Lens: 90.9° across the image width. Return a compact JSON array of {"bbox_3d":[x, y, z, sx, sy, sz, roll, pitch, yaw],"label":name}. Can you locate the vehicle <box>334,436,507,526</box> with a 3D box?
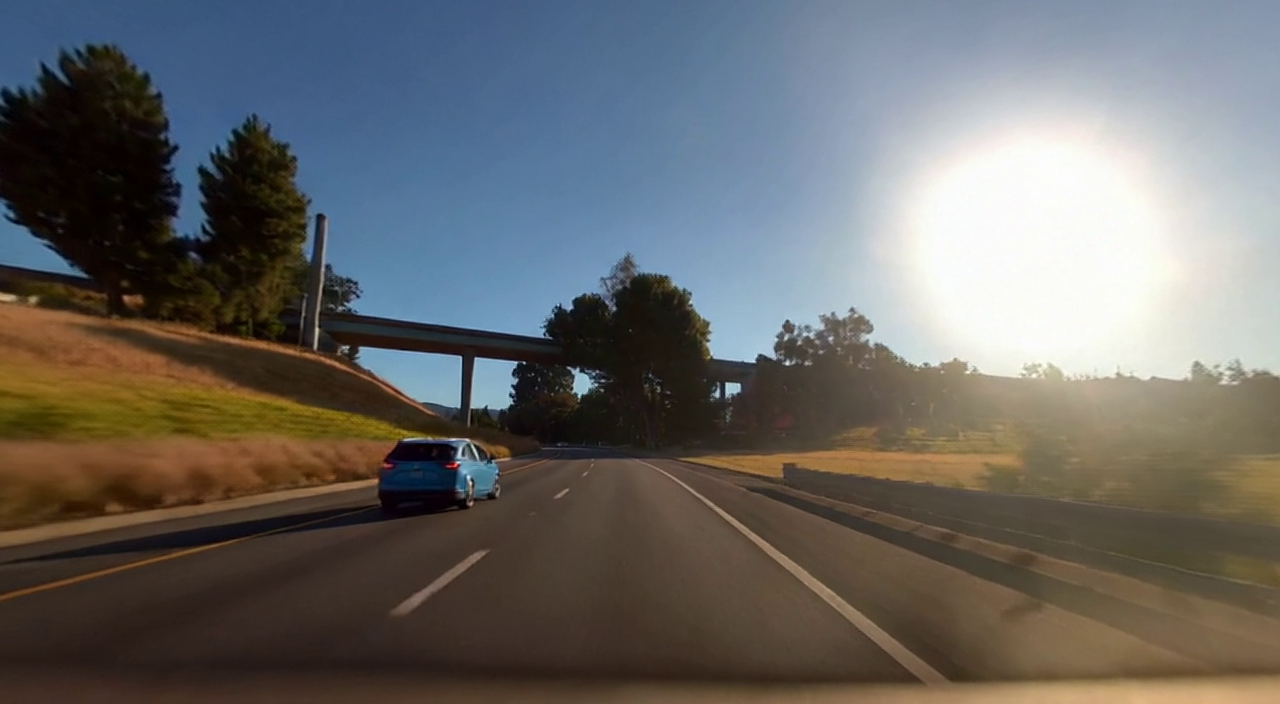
[{"bbox_3d":[-4.202,2.530,12.975,1.968,1.503,4.443,0,-8,0],"label":"vehicle"}]
